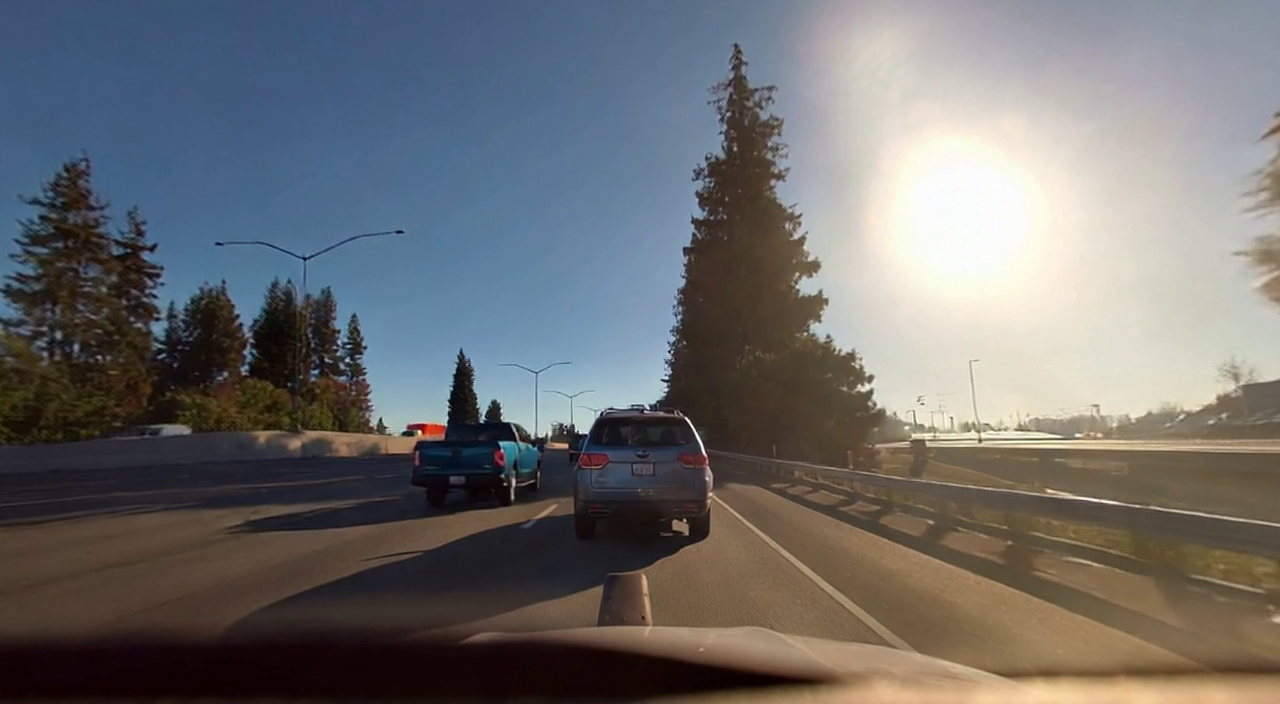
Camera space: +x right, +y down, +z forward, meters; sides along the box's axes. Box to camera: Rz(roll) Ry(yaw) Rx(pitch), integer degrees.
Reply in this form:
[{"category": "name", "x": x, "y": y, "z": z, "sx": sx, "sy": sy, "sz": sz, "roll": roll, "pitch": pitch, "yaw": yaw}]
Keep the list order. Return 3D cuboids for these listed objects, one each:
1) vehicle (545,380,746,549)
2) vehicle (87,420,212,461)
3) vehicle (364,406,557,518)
[{"category": "vehicle", "x": 0.038, "y": 1.690, "z": 9.998, "sx": 2.395, "sy": 2.013, "sz": 4.734, "roll": 0, "pitch": -8, "yaw": -1}, {"category": "vehicle", "x": -25.126, "y": 4.580, "z": 32.606, "sx": 2.386, "sy": 1.919, "sz": 4.884, "roll": 0, "pitch": -8, "yaw": 2}, {"category": "vehicle", "x": -3.346, "y": 2.254, "z": 13.449, "sx": 2.235, "sy": 1.826, "sz": 6.106, "roll": 0, "pitch": -8, "yaw": 1}]
